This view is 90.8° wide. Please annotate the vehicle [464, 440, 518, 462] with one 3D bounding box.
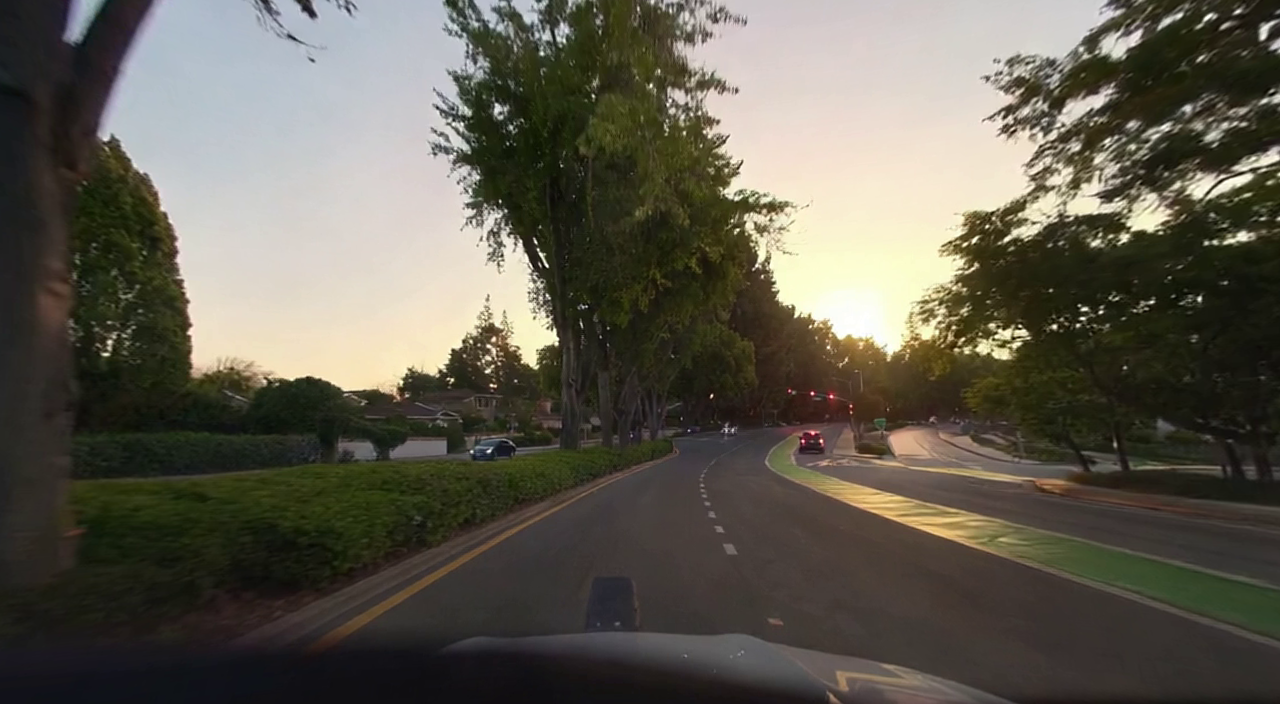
[{"bbox_3d":[-10.918,7.294,46.660,2.061,1.559,4.729,-2,-9,10],"label":"vehicle"}]
